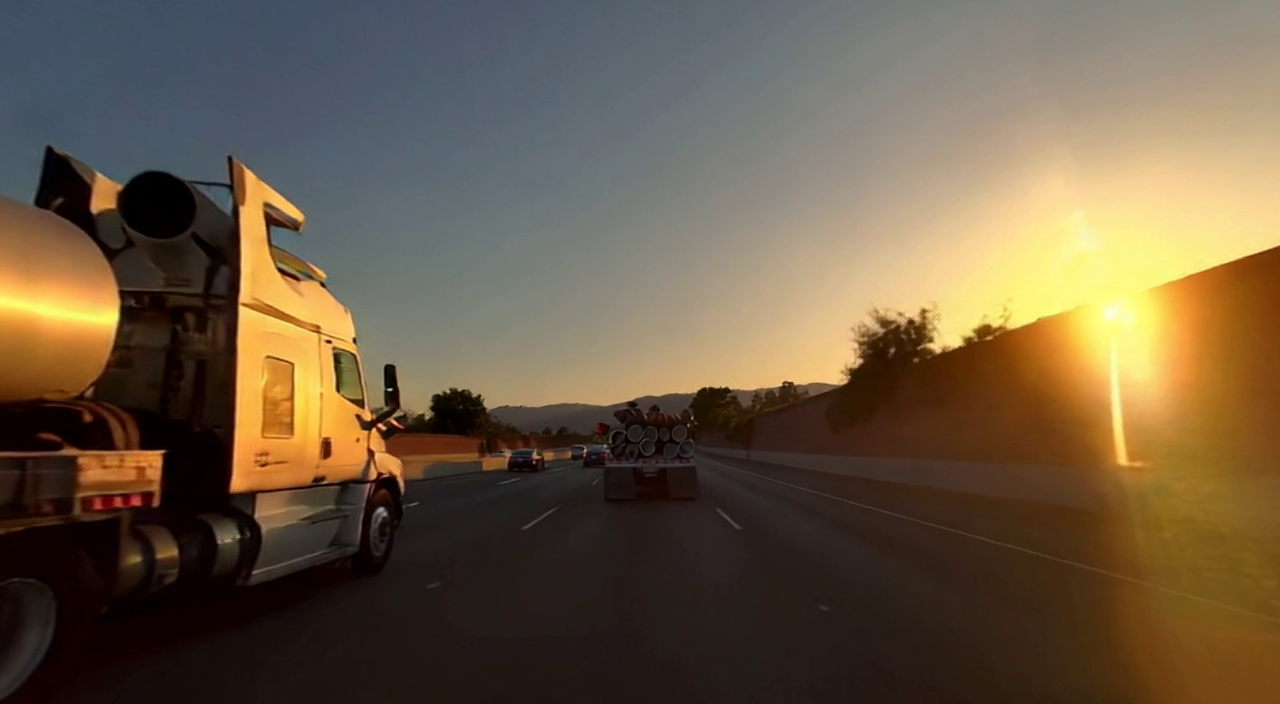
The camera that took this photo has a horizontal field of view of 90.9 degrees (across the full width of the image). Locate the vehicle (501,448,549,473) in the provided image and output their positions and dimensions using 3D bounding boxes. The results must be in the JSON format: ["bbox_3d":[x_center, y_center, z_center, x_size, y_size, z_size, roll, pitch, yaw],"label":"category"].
[{"bbox_3d":[-7.061,6.701,39.262,2.006,1.458,4.700,0,-8,2],"label":"vehicle"}]

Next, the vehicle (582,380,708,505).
[{"bbox_3d":[-0.241,2.865,20.020,2.798,3.071,8.412,1,-8,-8],"label":"vehicle"}]

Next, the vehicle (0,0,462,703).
[{"bbox_3d":[-4.086,0.243,5.776,2.998,3.992,5.800,0,-8,1],"label":"vehicle"}]
